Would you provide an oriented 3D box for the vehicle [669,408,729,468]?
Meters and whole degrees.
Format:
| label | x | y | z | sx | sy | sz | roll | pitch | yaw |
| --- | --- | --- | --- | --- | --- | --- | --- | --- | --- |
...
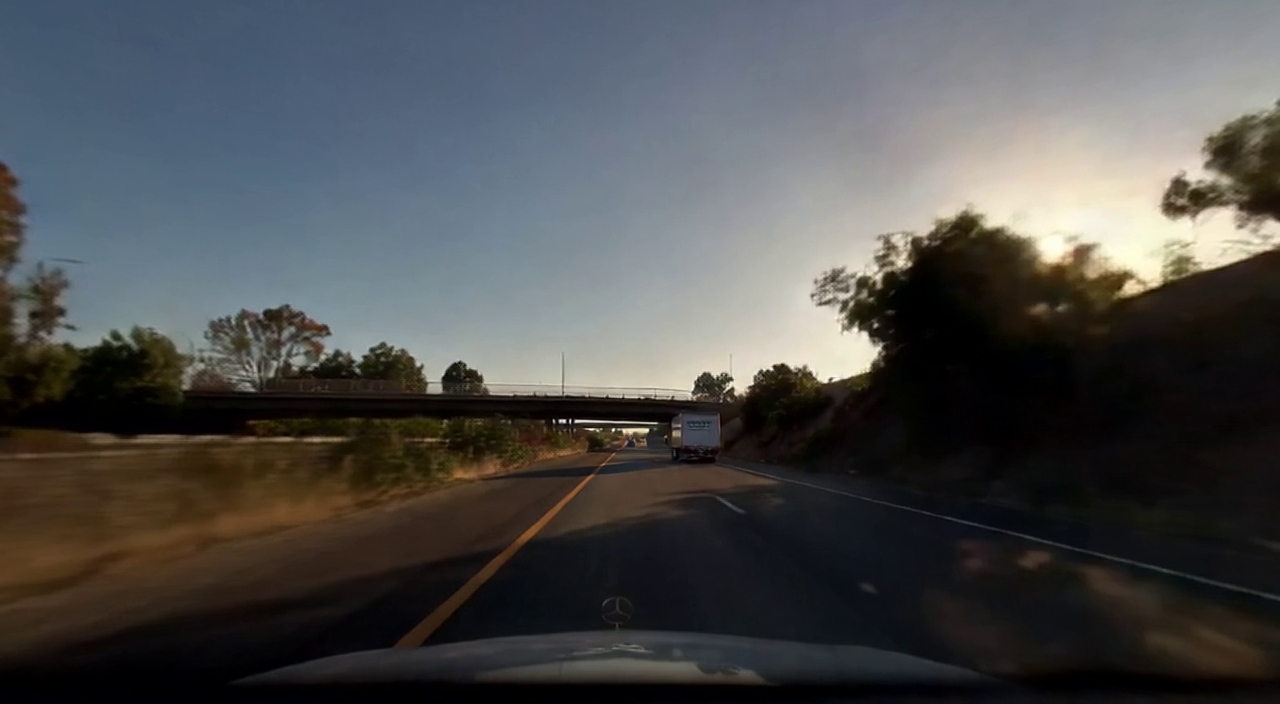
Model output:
| label | x | y | z | sx | sy | sz | roll | pitch | yaw |
| --- | --- | --- | --- | --- | --- | --- | --- | --- | --- |
| vehicle | 3.350 | 5.160 | 37.628 | 2.702 | 3.193 | 7.196 | 0 | -8 | -1 |
